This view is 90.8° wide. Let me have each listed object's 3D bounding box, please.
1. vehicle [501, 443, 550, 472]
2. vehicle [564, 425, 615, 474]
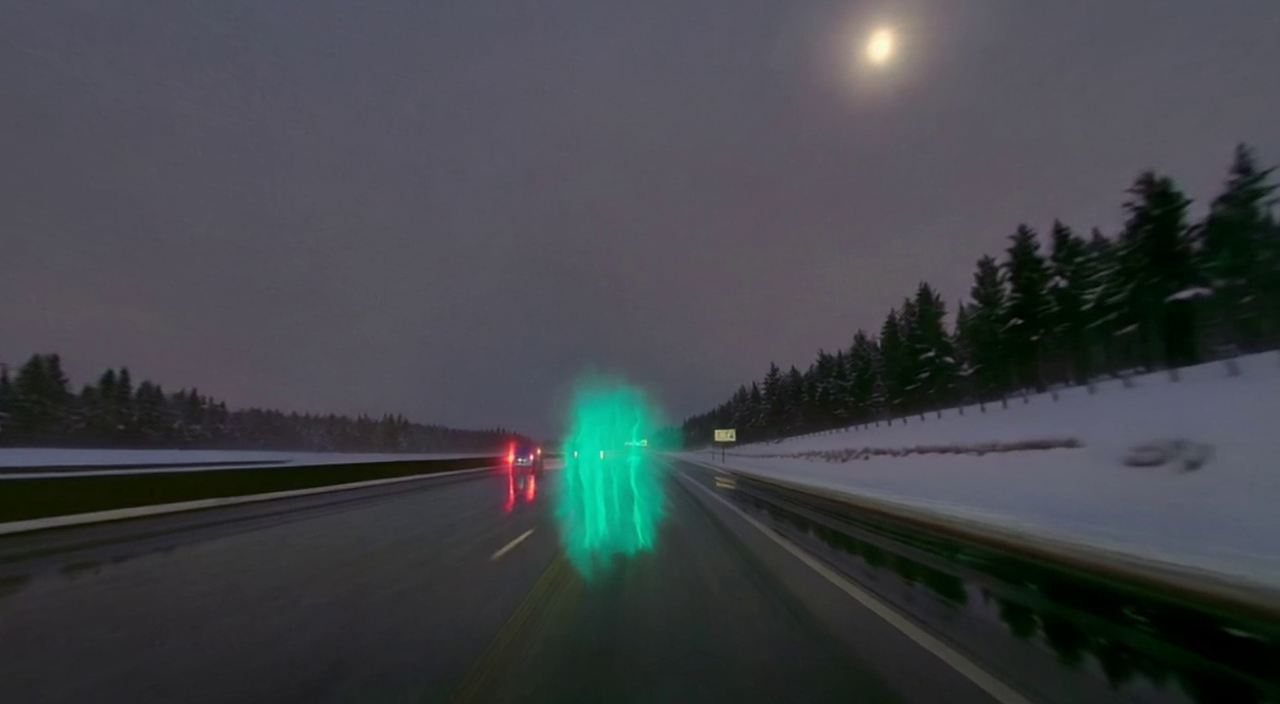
[{"bbox_3d":[-7.066,6.585,39.431,2.164,1.664,4.252,0,-9,1],"label":"vehicle"},{"bbox_3d":[-2.814,5.694,36.800,2.437,2.565,5.829,0,-9,1],"label":"vehicle"}]
